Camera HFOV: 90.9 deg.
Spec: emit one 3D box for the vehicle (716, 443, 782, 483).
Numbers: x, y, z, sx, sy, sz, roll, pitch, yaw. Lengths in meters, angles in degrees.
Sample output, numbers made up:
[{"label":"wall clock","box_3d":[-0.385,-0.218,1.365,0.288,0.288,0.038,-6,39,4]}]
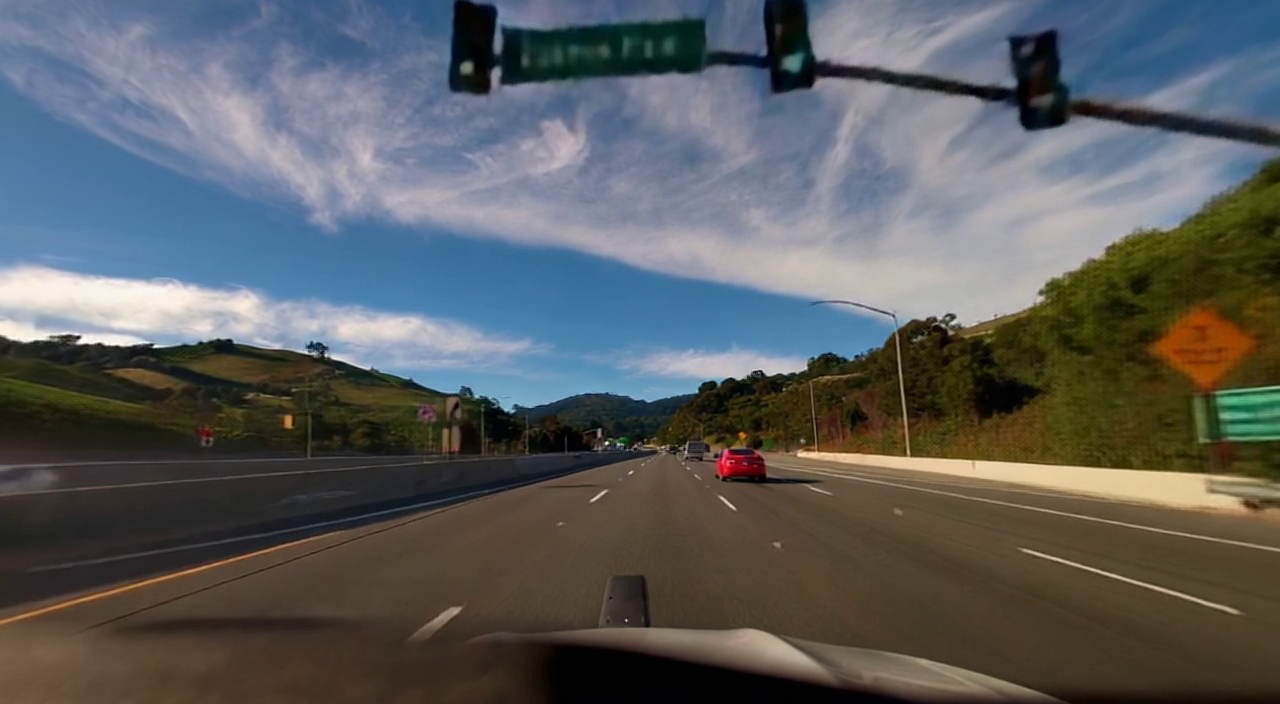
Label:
[{"label":"vehicle","box_3d":[4.331,4.453,25.688,1.916,1.469,4.481,0,-8,0]}]
